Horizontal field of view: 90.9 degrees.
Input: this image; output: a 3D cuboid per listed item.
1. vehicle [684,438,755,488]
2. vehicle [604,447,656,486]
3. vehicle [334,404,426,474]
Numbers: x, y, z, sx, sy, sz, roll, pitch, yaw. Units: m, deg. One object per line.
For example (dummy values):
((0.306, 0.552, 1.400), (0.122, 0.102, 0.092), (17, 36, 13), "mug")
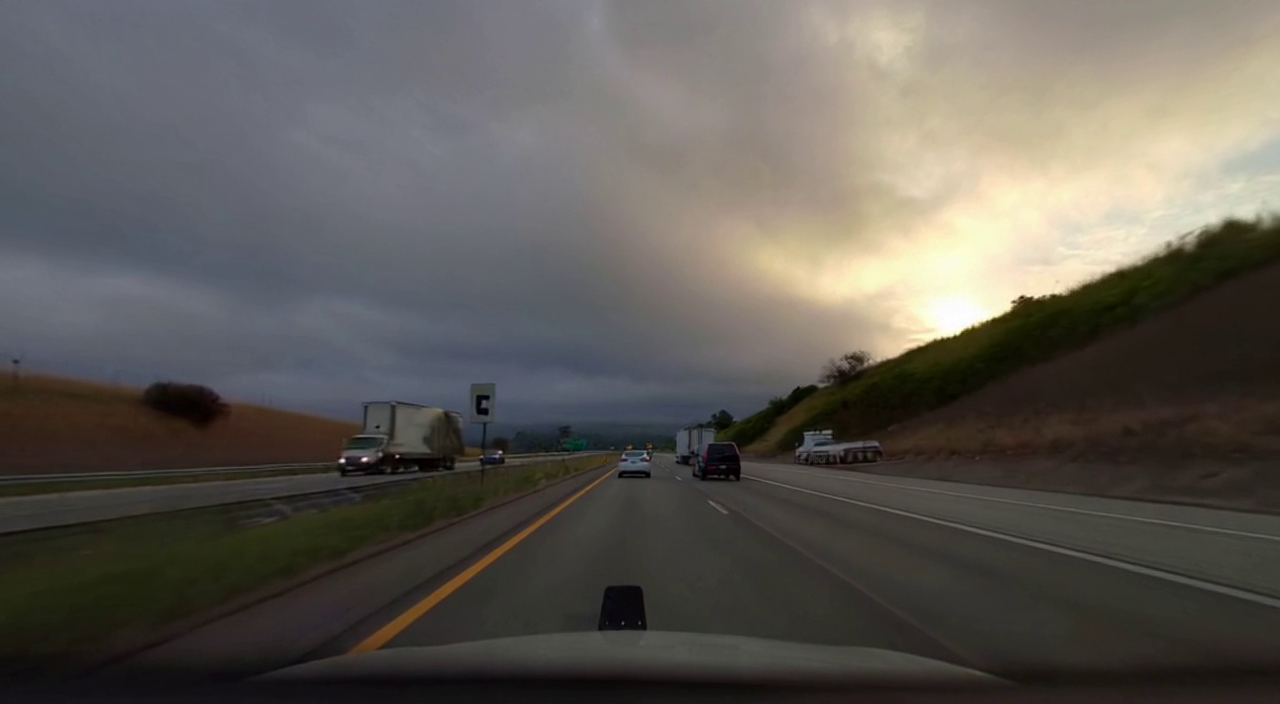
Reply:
((2.901, 4.173, 23.951), (2.048, 1.704, 4.284), (0, -9, -1), "vehicle")
((-0.402, 4.569, 25.442), (1.970, 1.441, 3.846), (0, -9, -1), "vehicle")
((-15.869, 5.412, 38.963), (2.979, 3.999, 5.923), (0, -9, 1), "vehicle")
